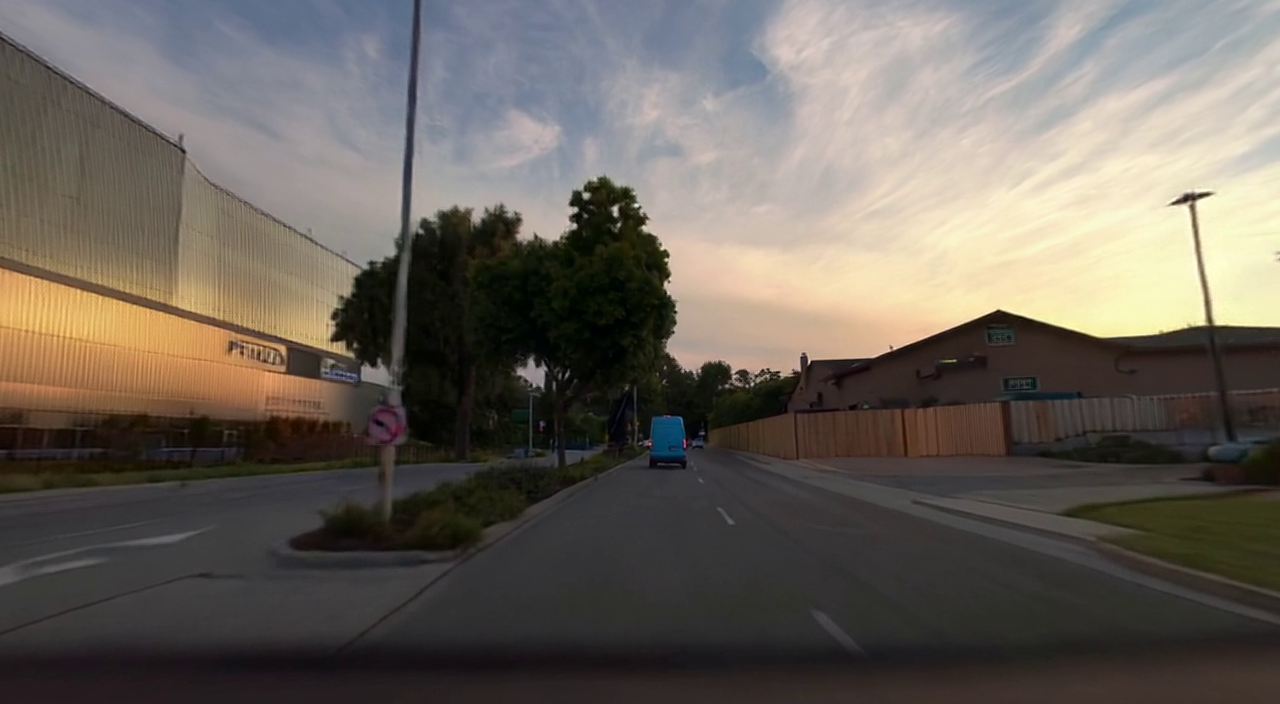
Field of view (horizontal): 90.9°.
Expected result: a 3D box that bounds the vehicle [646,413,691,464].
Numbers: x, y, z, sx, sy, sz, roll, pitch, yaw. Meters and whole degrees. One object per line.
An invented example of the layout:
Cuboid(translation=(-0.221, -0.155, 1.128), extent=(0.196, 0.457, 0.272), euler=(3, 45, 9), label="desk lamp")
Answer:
Cuboid(translation=(1.774, 5.111, 37.296), extent=(2.435, 2.816, 5.232), euler=(-1, -8, 5), label="vehicle")
